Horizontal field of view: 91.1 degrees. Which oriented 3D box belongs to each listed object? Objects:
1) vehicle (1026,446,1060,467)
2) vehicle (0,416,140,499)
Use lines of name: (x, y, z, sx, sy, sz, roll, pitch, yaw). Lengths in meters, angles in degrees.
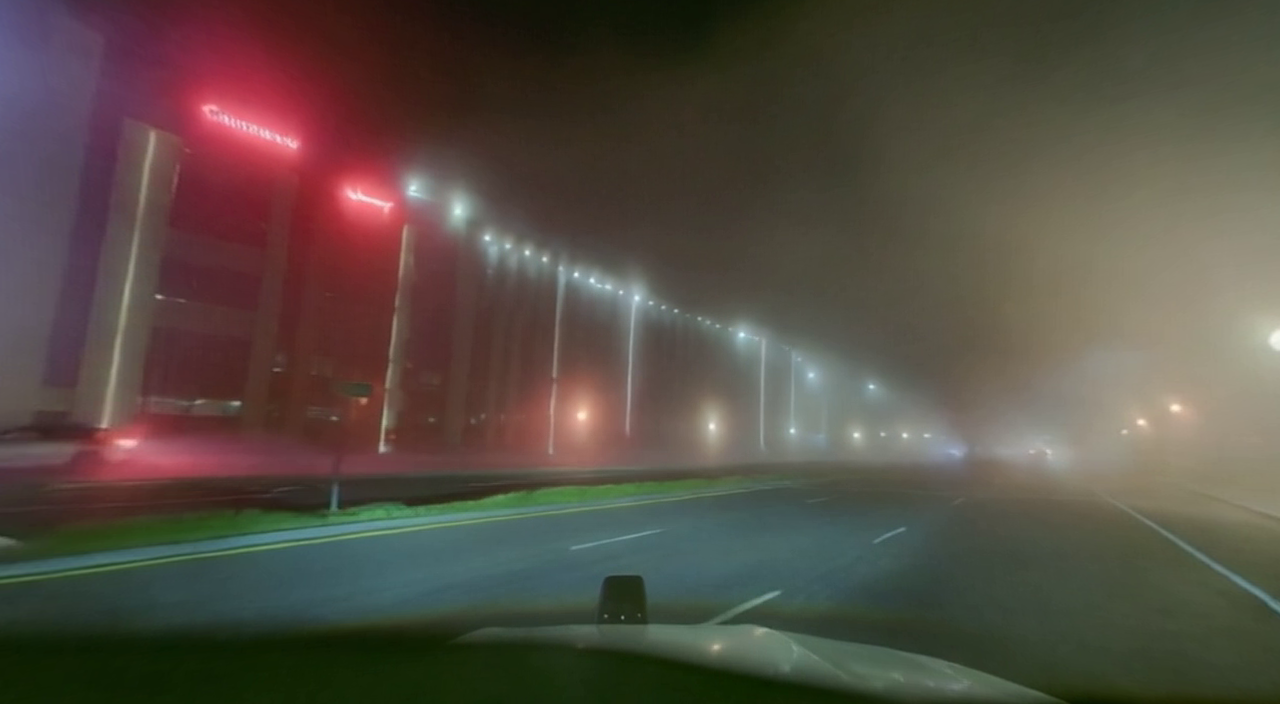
vehicle: (31.573, 8.179, 49.272, 2.055, 1.503, 4.632, -5, -10, 31)
vehicle: (-14.652, 2.368, 14.165, 2.030, 1.775, 4.713, -6, -10, 32)
